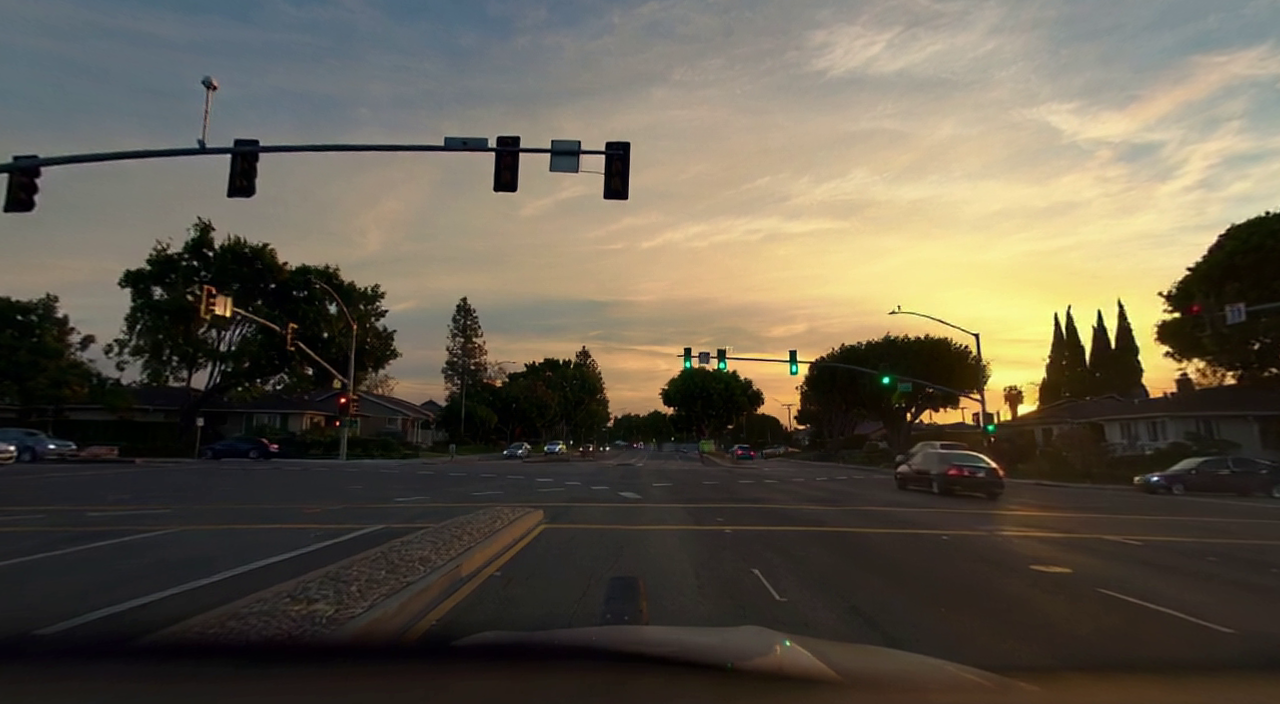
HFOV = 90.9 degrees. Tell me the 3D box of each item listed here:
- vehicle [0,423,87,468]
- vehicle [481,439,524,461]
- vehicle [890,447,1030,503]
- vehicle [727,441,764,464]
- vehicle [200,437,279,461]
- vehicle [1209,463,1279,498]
[{"bbox_3d":[-27.017,3.968,26.791,4.911,1.801,2.129,0,-8,0],"label":"vehicle"},{"bbox_3d":[-10.073,7.217,46.508,2.039,1.519,4.356,-1,-8,2],"label":"vehicle"},{"bbox_3d":[9.757,3.752,19.767,1.947,1.481,4.745,0,-8,1],"label":"vehicle"},{"bbox_3d":[7.596,7.296,45.703,1.962,1.568,4.430,0,-8,1],"label":"vehicle"},{"bbox_3d":[-27.436,6.638,43.257,1.917,1.543,4.027,-6,-11,36],"label":"vehicle"},{"bbox_3d":[28.801,5.791,28.575,4.082,1.465,2.004,0,-8,-2],"label":"vehicle"}]
